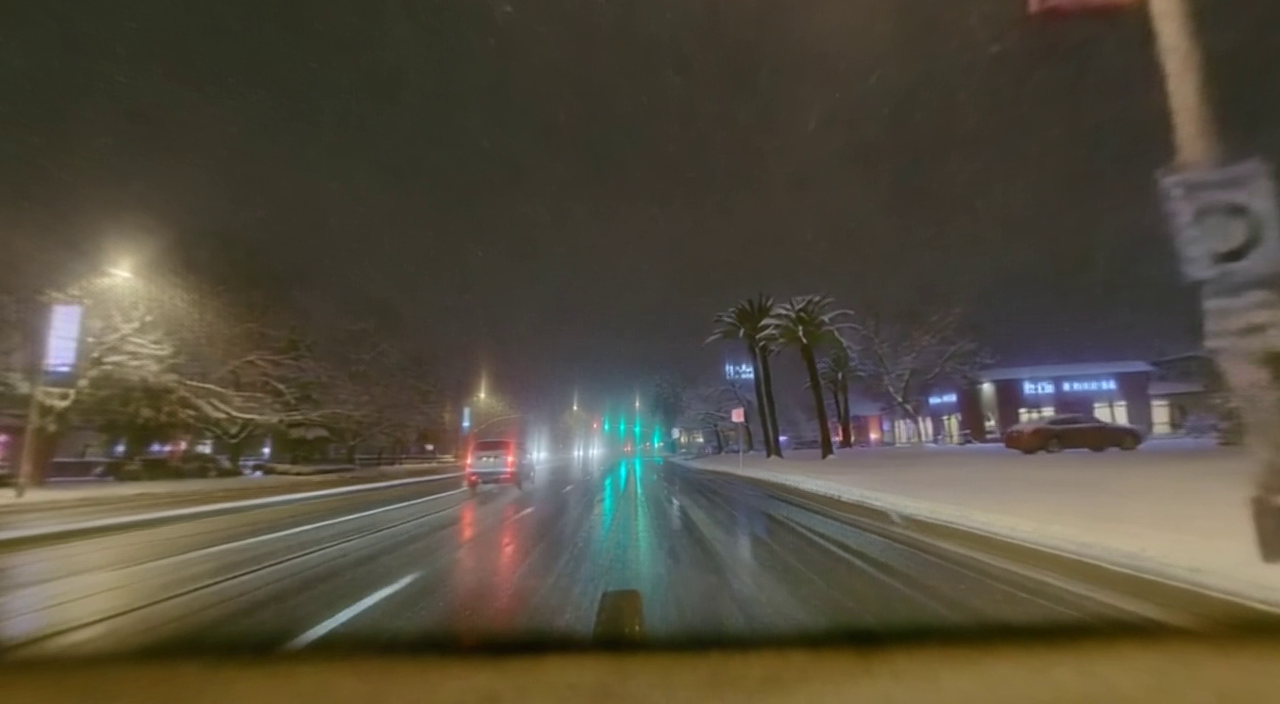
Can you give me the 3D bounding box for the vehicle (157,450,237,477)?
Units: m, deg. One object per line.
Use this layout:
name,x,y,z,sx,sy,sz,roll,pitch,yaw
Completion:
vehicle,-34.318,8.623,48.802,4.863,1.903,2.481,-3,-9,18

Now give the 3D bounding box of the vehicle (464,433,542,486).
vehicle,-5.214,4.151,24.585,2.136,1.844,4.363,0,-8,-1
